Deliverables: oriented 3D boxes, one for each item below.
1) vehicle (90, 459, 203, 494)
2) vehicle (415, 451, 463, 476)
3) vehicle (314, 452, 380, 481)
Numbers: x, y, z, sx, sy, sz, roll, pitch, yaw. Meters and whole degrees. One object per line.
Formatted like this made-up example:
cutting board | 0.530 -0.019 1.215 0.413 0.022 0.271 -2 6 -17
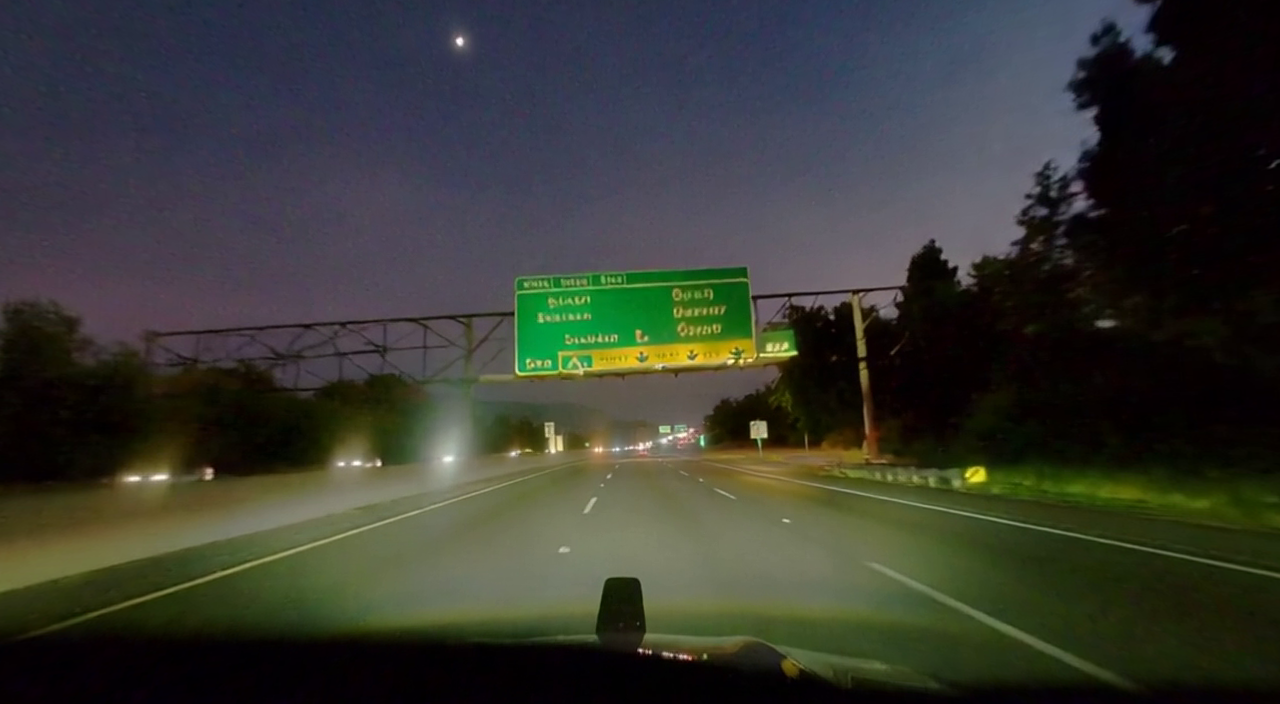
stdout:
vehicle | -23.687 5.956 30.495 1.895 1.465 4.538 0 -9 -2
vehicle | -14.374 7.954 45.337 1.983 1.652 4.376 0 -9 0
vehicle | -18.230 7.133 39.447 1.914 1.619 4.491 0 -9 0
